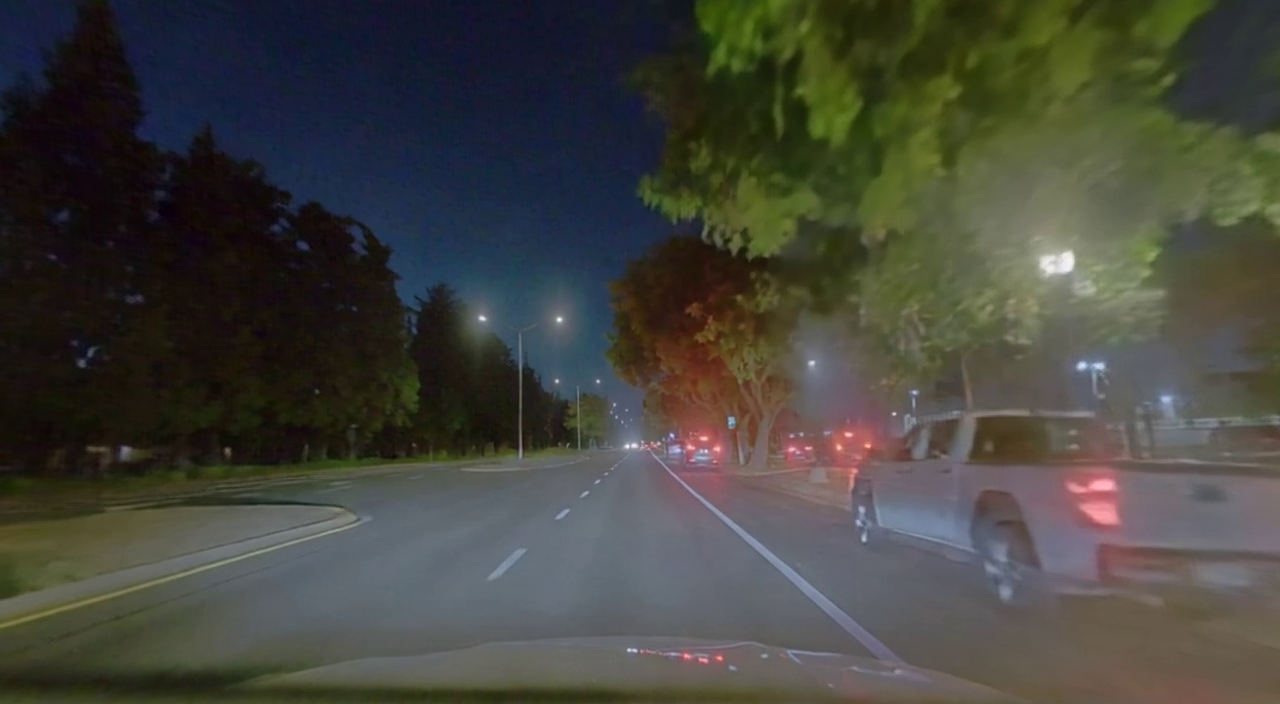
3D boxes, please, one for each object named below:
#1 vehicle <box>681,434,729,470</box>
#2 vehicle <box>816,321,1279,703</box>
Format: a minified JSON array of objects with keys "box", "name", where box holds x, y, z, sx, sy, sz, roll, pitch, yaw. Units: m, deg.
[{"box":[3.538,5.553,35.272,2.144,1.848,4.159,0,-8,-2],"name":"vehicle"},{"box":[3.780,1.180,5.797,2.493,1.896,5.433,0,-8,-3],"name":"vehicle"}]
